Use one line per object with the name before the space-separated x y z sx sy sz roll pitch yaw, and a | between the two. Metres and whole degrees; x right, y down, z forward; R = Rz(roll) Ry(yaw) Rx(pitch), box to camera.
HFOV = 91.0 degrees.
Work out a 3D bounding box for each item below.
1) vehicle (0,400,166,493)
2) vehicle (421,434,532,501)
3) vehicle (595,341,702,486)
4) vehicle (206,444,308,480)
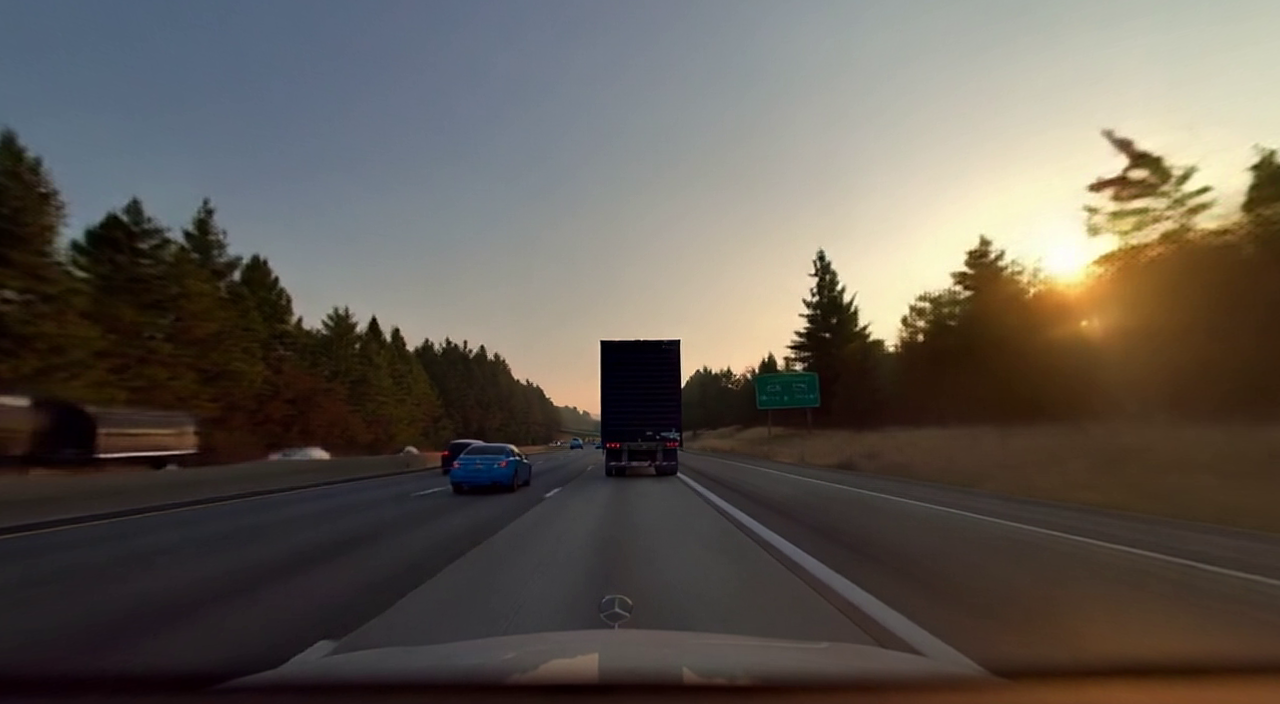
vehicle | -24.439 3.849 25.717 2.814 3.292 9.552 0 -8 -1
vehicle | -4.199 3.016 16.893 1.854 1.530 4.268 0 -8 0
vehicle | 0.117 2.505 23.562 3.073 4.196 10.546 0 -8 -1
vehicle | -16.745 4.797 27.805 1.874 1.450 4.289 0 -8 -2
